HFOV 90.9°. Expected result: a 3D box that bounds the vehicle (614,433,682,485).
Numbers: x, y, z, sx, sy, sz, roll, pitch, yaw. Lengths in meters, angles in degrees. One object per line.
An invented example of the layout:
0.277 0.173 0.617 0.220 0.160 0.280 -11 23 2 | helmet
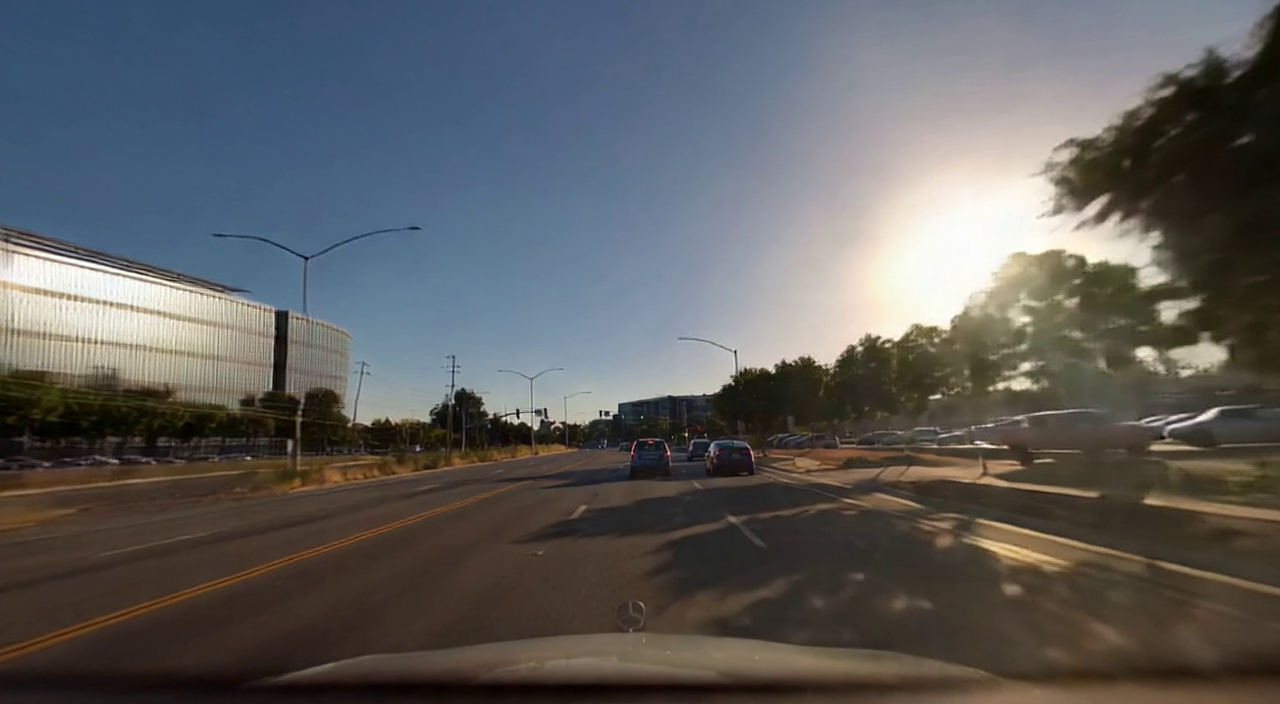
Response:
0.290 3.753 22.462 2.200 1.653 4.127 0 -8 1 | vehicle

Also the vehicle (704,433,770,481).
3.684 4.045 24.657 1.914 1.698 4.049 0 -8 0 | vehicle

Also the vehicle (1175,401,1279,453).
20.649 2.454 20.352 1.943 1.617 4.713 3 -9 -16 | vehicle
